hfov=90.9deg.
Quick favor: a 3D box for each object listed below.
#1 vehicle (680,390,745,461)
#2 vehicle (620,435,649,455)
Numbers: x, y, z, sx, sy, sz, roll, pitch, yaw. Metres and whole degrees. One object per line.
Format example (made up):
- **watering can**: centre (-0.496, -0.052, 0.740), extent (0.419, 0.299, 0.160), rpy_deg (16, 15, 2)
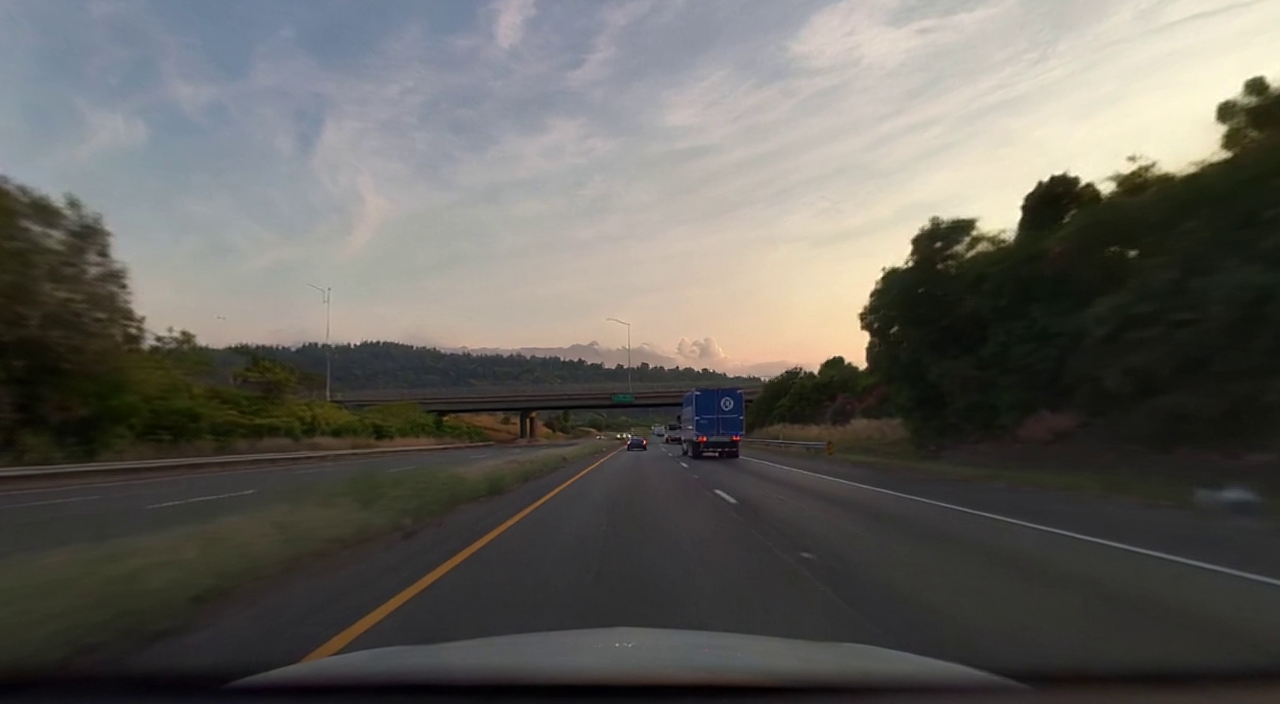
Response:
- **vehicle**: centre (3.620, 3.778, 32.304), extent (2.913, 3.491, 2.811), rpy_deg (0, -8, -1)
- **vehicle**: centre (-0.405, 6.648, 45.144), extent (1.996, 1.325, 4.029), rpy_deg (0, -8, 0)
